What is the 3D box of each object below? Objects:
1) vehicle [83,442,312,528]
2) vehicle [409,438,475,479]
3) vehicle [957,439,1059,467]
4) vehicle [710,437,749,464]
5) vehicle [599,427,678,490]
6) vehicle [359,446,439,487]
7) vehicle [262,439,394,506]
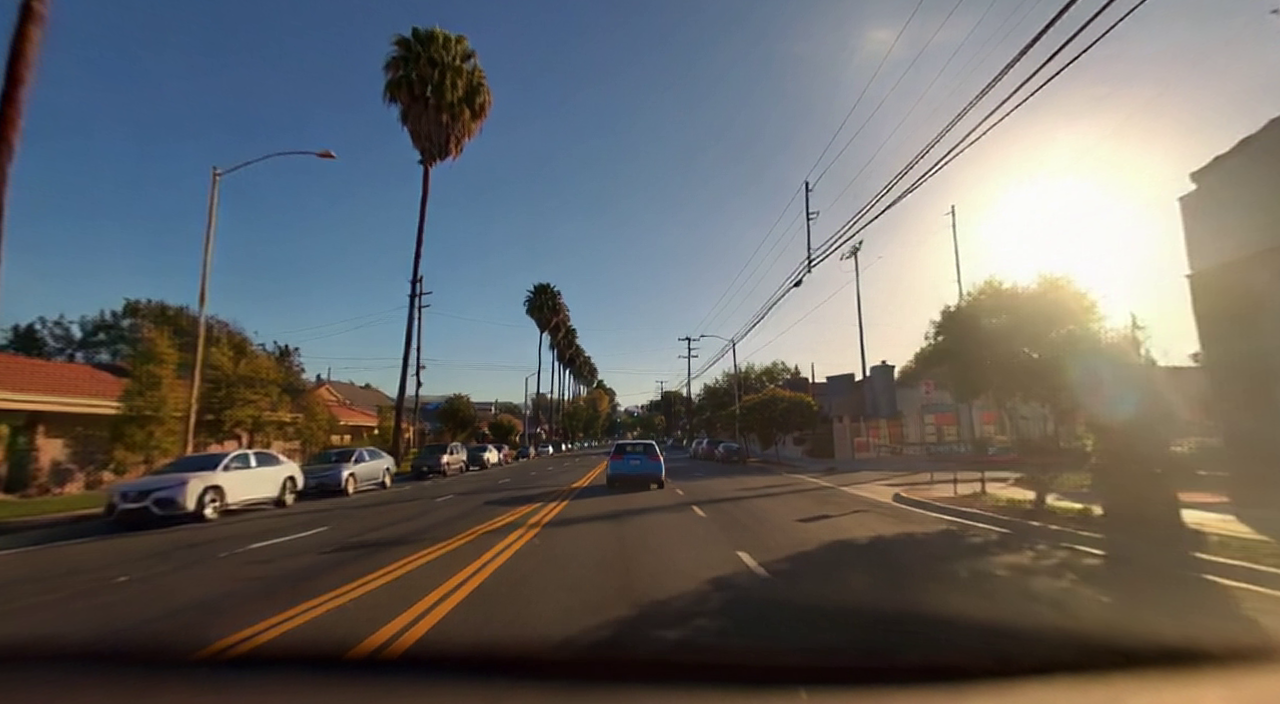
[{"bbox_3d":[-10.124,3.026,15.027,2.075,1.693,4.696,0,-9,-1],"label":"vehicle"},{"bbox_3d":[-10.041,5.418,32.285,1.958,1.937,4.114,0,-9,1],"label":"vehicle"},{"bbox_3d":[20.736,5.711,35.599,4.488,1.470,1.994,0,-9,-2],"label":"vehicle"},{"bbox_3d":[6.041,6.700,42.884,2.005,1.775,4.324,0,-9,0],"label":"vehicle"},{"bbox_3d":[-0.121,3.439,20.557,2.264,1.798,4.563,0,-9,-2],"label":"vehicle"},{"bbox_3d":[-10.075,4.795,26.657,1.812,1.578,4.037,0,-9,0],"label":"vehicle"},{"bbox_3d":[-10.161,3.894,21.041,1.992,1.744,4.896,-1,-6,-1],"label":"vehicle"}]
